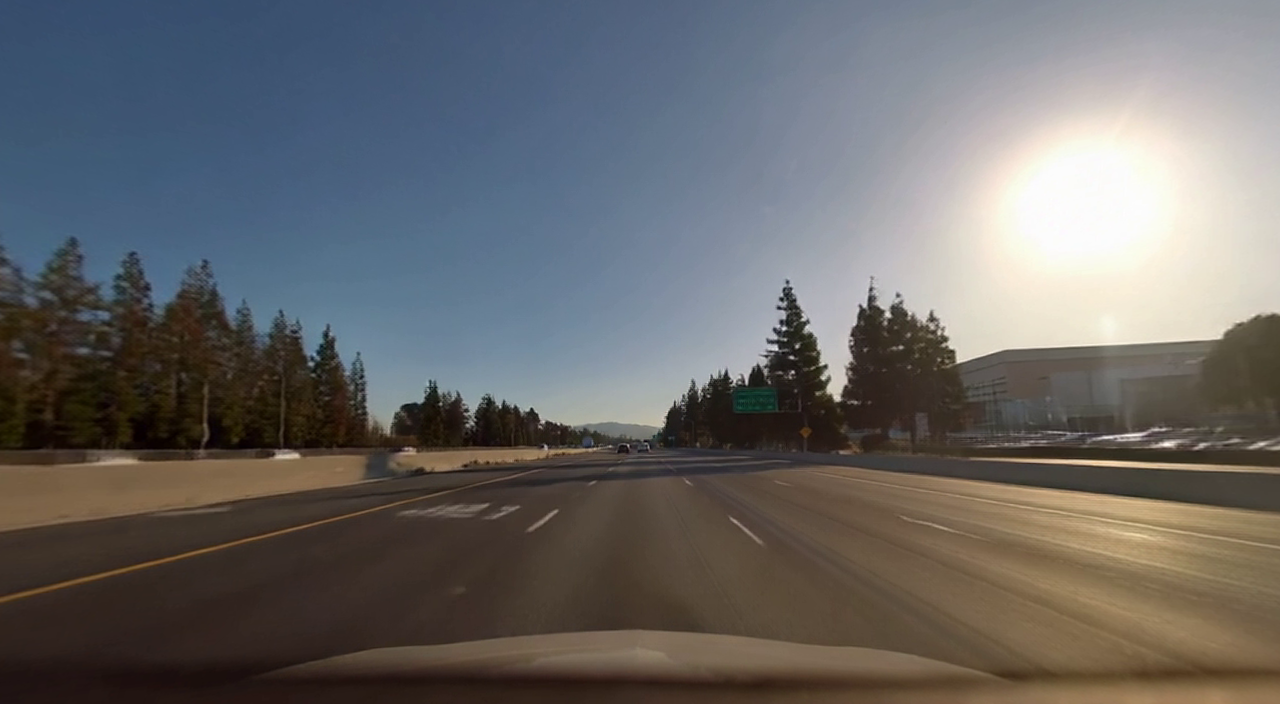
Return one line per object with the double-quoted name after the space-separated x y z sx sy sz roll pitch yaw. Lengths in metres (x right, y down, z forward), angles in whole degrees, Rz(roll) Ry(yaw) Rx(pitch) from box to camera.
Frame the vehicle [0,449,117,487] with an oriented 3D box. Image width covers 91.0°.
-25.544 4.969 27.372 1.837 1.492 4.280 0 -9 1 "vehicle"
